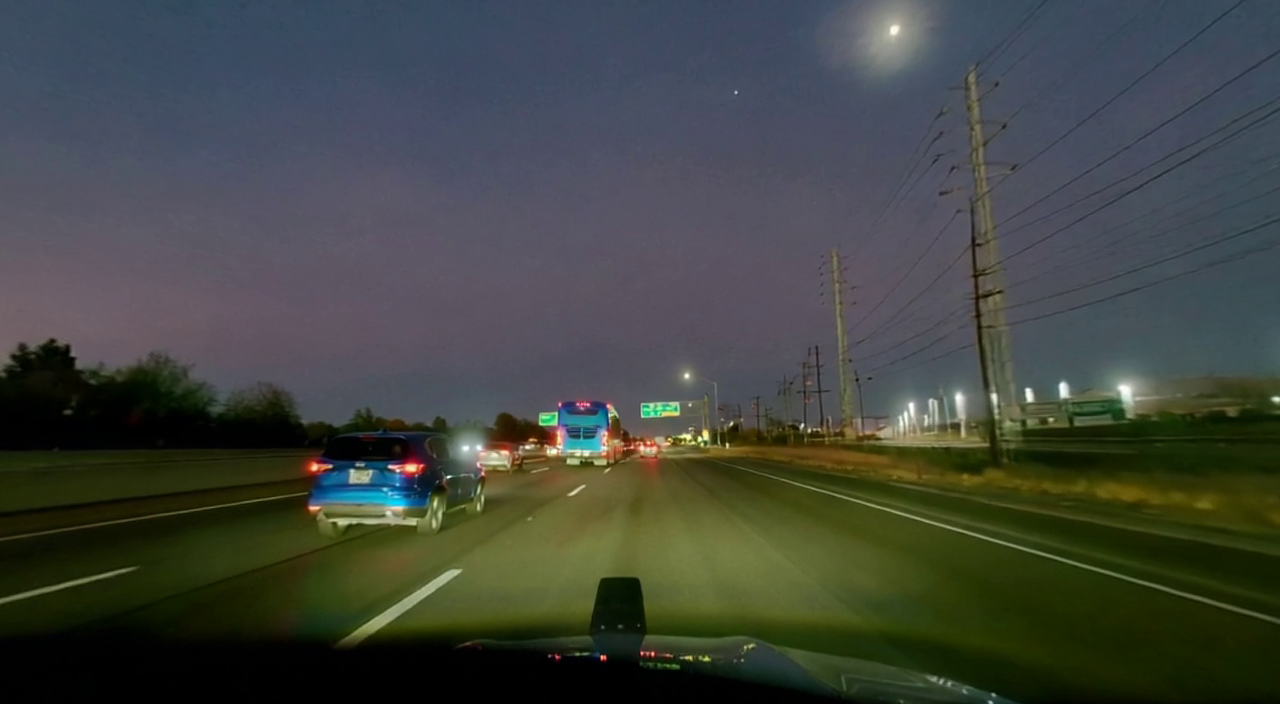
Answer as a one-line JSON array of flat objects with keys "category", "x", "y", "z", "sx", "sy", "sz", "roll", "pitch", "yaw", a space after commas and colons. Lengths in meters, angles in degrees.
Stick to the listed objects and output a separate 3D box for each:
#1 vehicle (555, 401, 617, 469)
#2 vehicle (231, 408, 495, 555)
[{"category": "vehicle", "x": -3.189, "y": 5.453, "z": 40.788, "sx": 2.964, "sy": 3.735, "sz": 11.465, "roll": 0, "pitch": -8, "yaw": 0}, {"category": "vehicle", "x": -3.779, "y": 1.851, "z": 9.651, "sx": 2.021, "sy": 1.730, "sz": 4.223, "roll": 0, "pitch": -8, "yaw": 1}]
